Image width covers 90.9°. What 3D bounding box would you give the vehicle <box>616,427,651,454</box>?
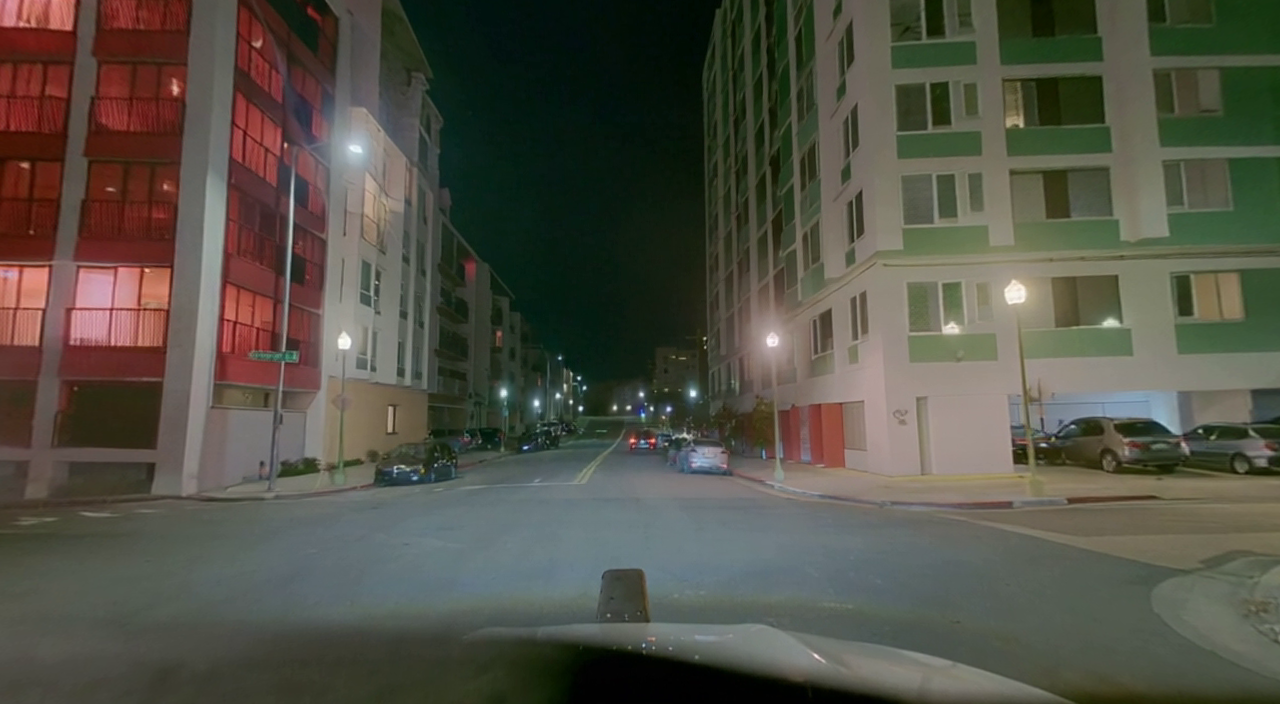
[{"bbox_3d":[-0.456,6.410,45.664,2.412,1.834,4.636,0,-8,0],"label":"vehicle"}]

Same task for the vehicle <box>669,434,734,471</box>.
[{"bbox_3d":[2.527,4.295,27.059,2.290,1.456,4.503,0,-9,-1],"label":"vehicle"}]

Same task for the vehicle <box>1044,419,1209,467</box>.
[{"bbox_3d":[15.420,2.914,20.140,3.752,1.453,1.709,0,-9,2],"label":"vehicle"}]

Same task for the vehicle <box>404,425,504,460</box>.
[{"bbox_3d":[-11.427,5.591,38.882,5.540,1.950,2.113,4,-12,-28],"label":"vehicle"}]
